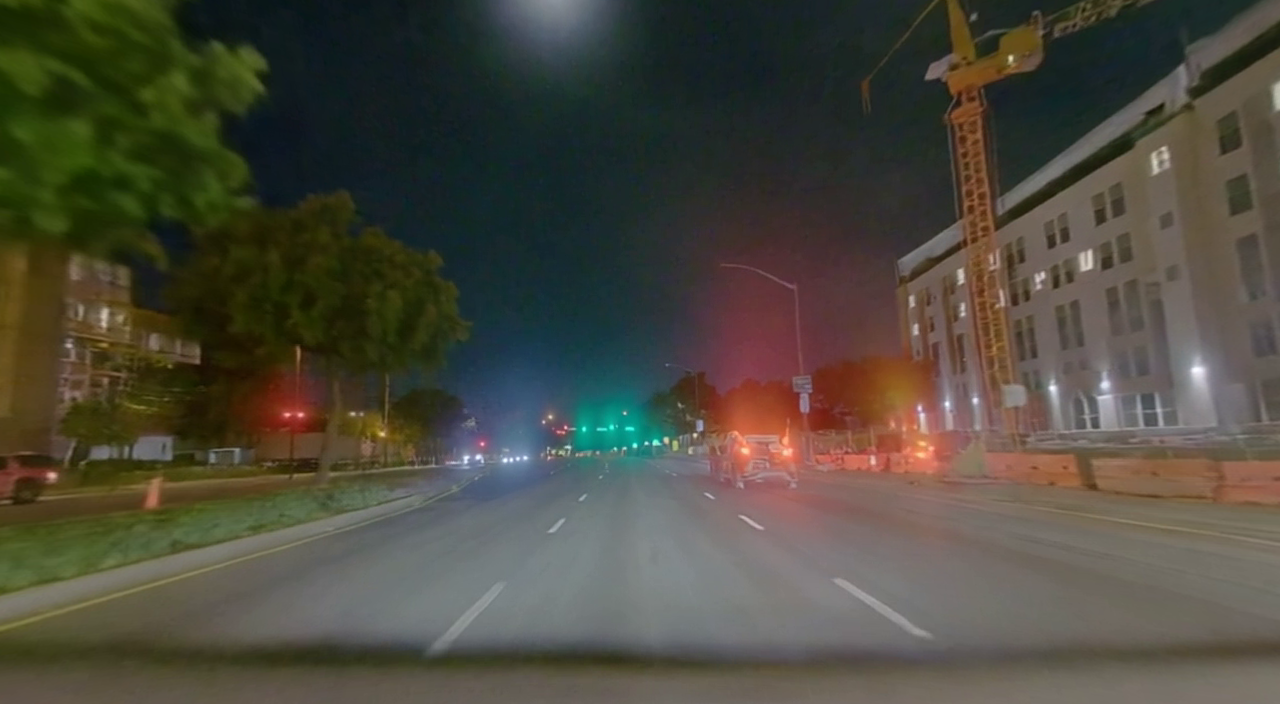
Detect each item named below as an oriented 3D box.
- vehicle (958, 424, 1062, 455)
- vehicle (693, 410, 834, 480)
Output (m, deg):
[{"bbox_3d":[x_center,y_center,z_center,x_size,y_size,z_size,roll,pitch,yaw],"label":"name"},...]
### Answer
[{"bbox_3d":[25.295,6.049,43.286,2.420,1.790,5.514,0,-8,-35],"label":"vehicle"},{"bbox_3d":[5.746,4.552,31.053,3.060,2.963,7.552,3,-9,-23],"label":"vehicle"}]
